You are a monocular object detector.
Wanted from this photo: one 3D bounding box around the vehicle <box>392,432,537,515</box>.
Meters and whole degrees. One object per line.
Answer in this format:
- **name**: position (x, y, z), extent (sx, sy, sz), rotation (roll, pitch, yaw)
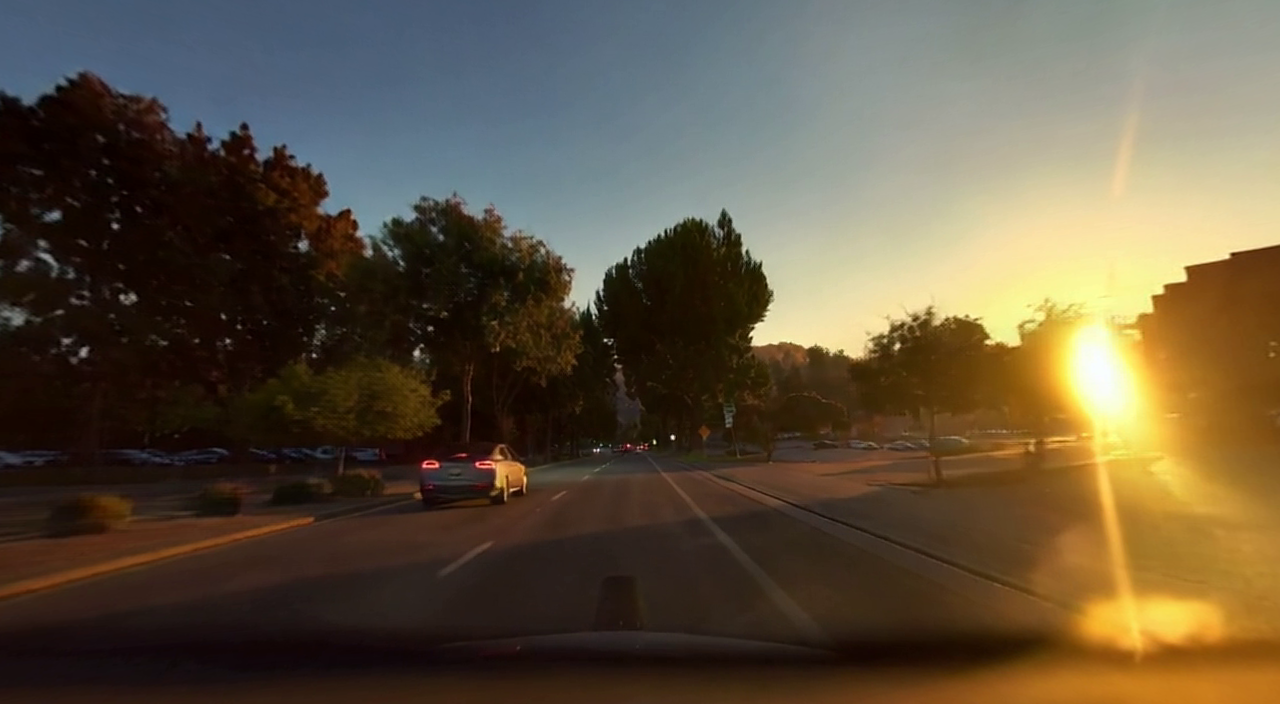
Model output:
- **vehicle**: position (-3.642, 2.604, 13.966), extent (2.030, 1.550, 3.925), rotation (0, -8, 1)
